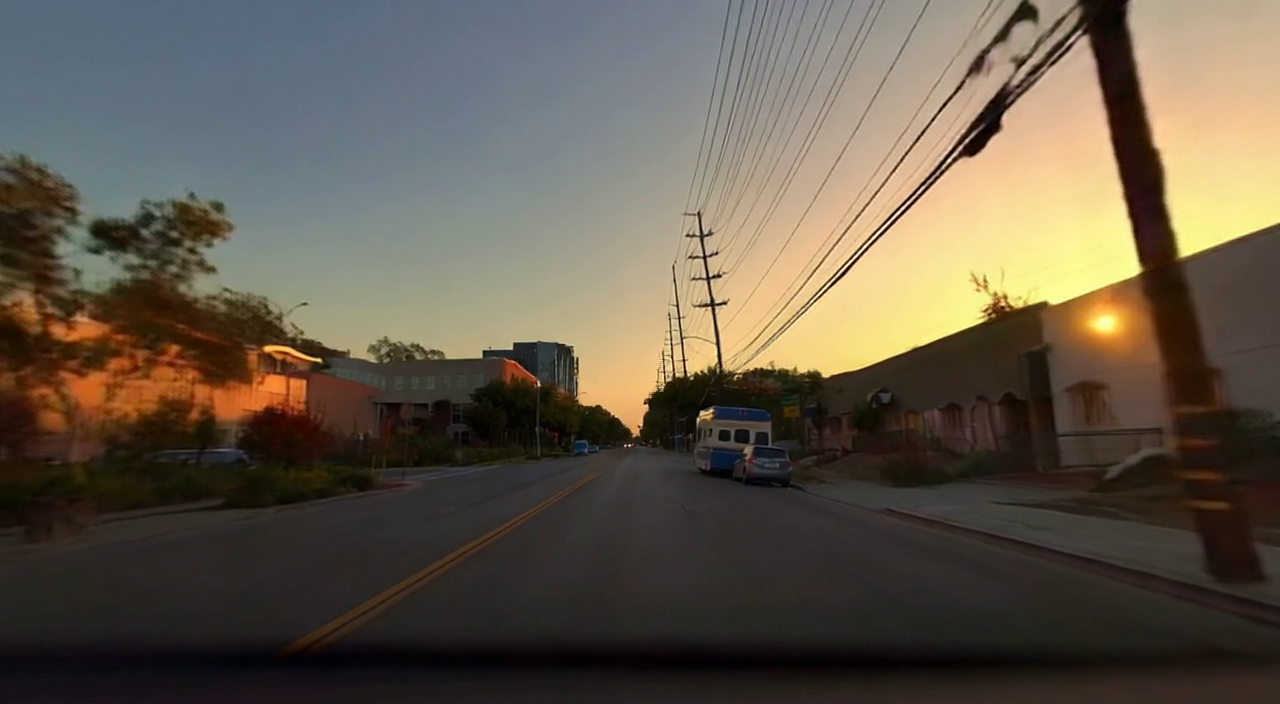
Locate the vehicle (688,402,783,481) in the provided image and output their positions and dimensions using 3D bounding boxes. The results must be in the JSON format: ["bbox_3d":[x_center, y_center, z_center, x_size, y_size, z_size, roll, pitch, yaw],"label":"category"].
[{"bbox_3d":[4.272,4.343,30.498,3.110,3.241,8.788,0,-9,-1],"label":"vehicle"}]

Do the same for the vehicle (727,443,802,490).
[{"bbox_3d":[4.430,4.117,23.020,1.852,1.497,3.672,-2,-8,-2],"label":"vehicle"}]
